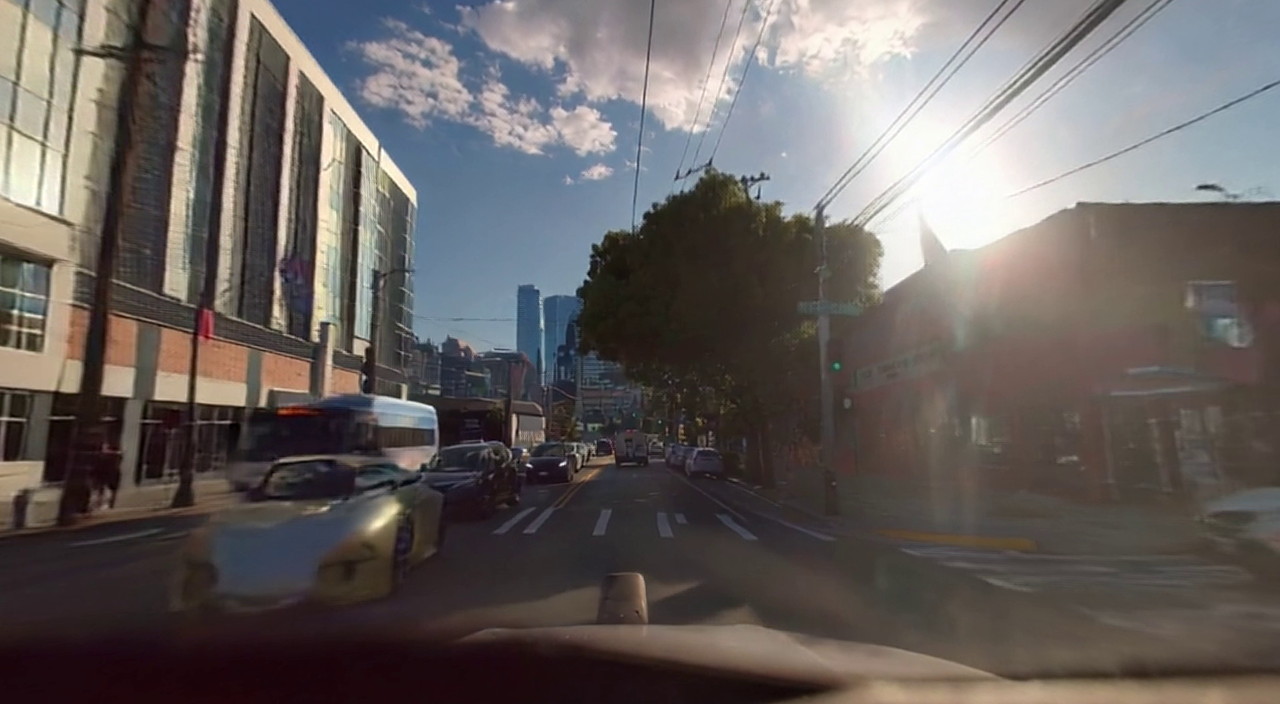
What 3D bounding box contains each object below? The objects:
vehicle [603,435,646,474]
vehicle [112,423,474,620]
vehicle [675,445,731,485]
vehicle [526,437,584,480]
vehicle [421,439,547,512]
[{"bbox_3d":[-0.861,5.433,33.613,2.127,1.893,4.194,1,-8,-2],"label":"vehicle"},{"bbox_3d":[-3.431,1.711,7.396,2.026,1.616,4.109,0,-8,-3],"label":"vehicle"},{"bbox_3d":[2.693,4.936,27.985,1.934,1.633,4.271,1,-8,-2],"label":"vehicle"},{"bbox_3d":[-3.654,4.681,28.051,1.983,1.727,4.294,0,-8,0],"label":"vehicle"},{"bbox_3d":[-3.730,3.012,15.880,1.990,1.568,3.885,0,-8,3],"label":"vehicle"}]
